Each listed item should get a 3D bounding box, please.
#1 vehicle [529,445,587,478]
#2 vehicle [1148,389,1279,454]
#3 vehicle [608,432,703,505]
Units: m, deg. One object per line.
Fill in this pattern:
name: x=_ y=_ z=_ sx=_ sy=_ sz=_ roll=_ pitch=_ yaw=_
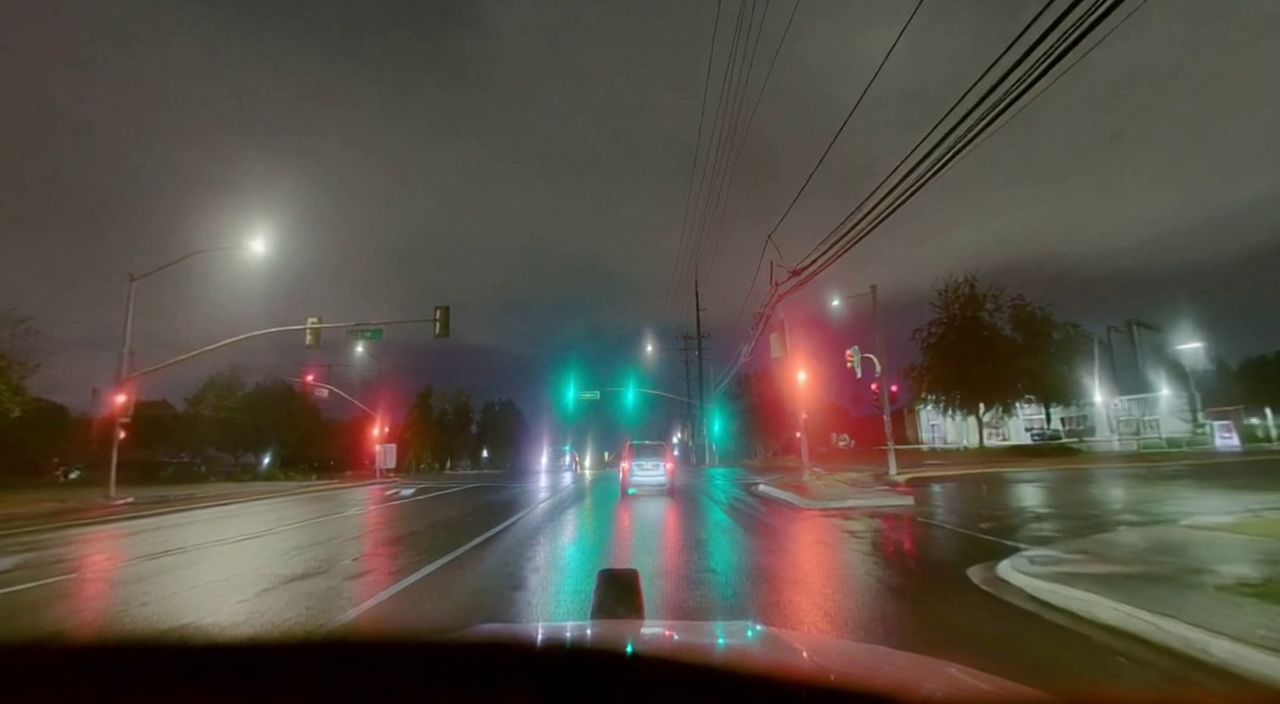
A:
vehicle: x=-3.913 y=5.270 z=30.737 sx=2.153 sy=1.474 sz=4.284 roll=0 pitch=-9 yaw=1
vehicle: x=42.375 y=5.256 z=46.870 sx=5.749 sy=4.403 sz=3.494 roll=-3 pitch=-10 yaw=7
vehicle: x=0.353 y=2.964 z=16.431 sx=2.156 sy=1.636 sz=3.923 roll=0 pitch=-9 yaw=0
